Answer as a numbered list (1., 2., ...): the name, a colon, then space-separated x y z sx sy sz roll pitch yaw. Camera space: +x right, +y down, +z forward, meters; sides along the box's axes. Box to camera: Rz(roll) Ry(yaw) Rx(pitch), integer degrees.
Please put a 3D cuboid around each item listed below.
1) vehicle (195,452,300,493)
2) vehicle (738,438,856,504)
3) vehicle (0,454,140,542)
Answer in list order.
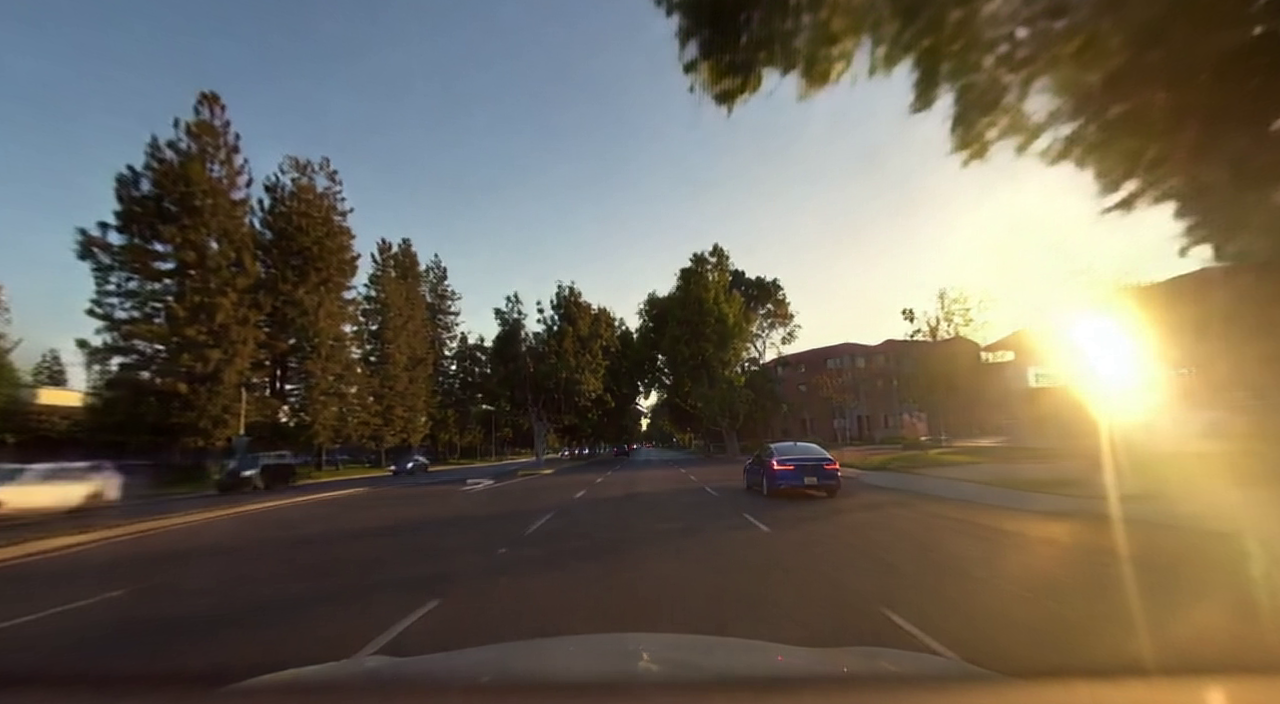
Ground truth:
1. vehicle: -19.040 5.831 30.880 2.098 1.797 4.646 -1 -9 1
2. vehicle: 3.948 3.055 16.686 1.977 1.474 4.399 -1 -9 0
3. vehicle: -12.447 2.775 12.175 1.986 1.514 4.300 -1 -9 1
